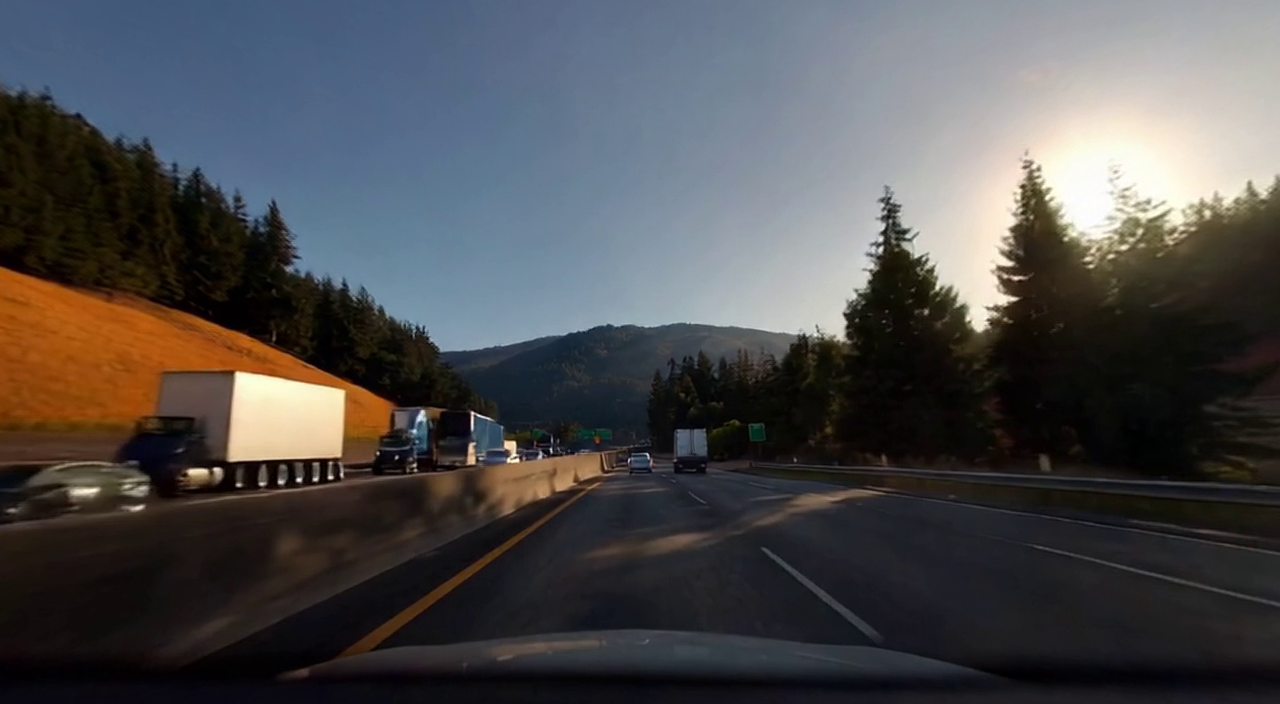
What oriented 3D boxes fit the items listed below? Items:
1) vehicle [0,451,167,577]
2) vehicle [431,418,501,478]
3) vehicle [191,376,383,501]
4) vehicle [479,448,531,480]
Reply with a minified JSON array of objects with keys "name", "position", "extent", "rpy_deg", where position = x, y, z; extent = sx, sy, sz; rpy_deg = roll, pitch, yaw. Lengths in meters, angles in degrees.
[{"name":"vehicle","position":[-8.560,2.037,8.144],"extent":[1.844,1.467,3.930],"rpy_deg":[0,-9,0]},{"name":"vehicle","position":[-12.310,6.856,45.265],"extent":[3.159,3.955,6.511],"rpy_deg":[0,-9,0]},{"name":"vehicle","position":[-12.545,3.236,23.380],"extent":[3.048,3.943,6.642],"rpy_deg":[0,-9,0]},{"name":"vehicle","position":[-8.609,7.174,40.693],"extent":[2.153,1.897,5.058],"rpy_deg":[0,-9,1]}]
